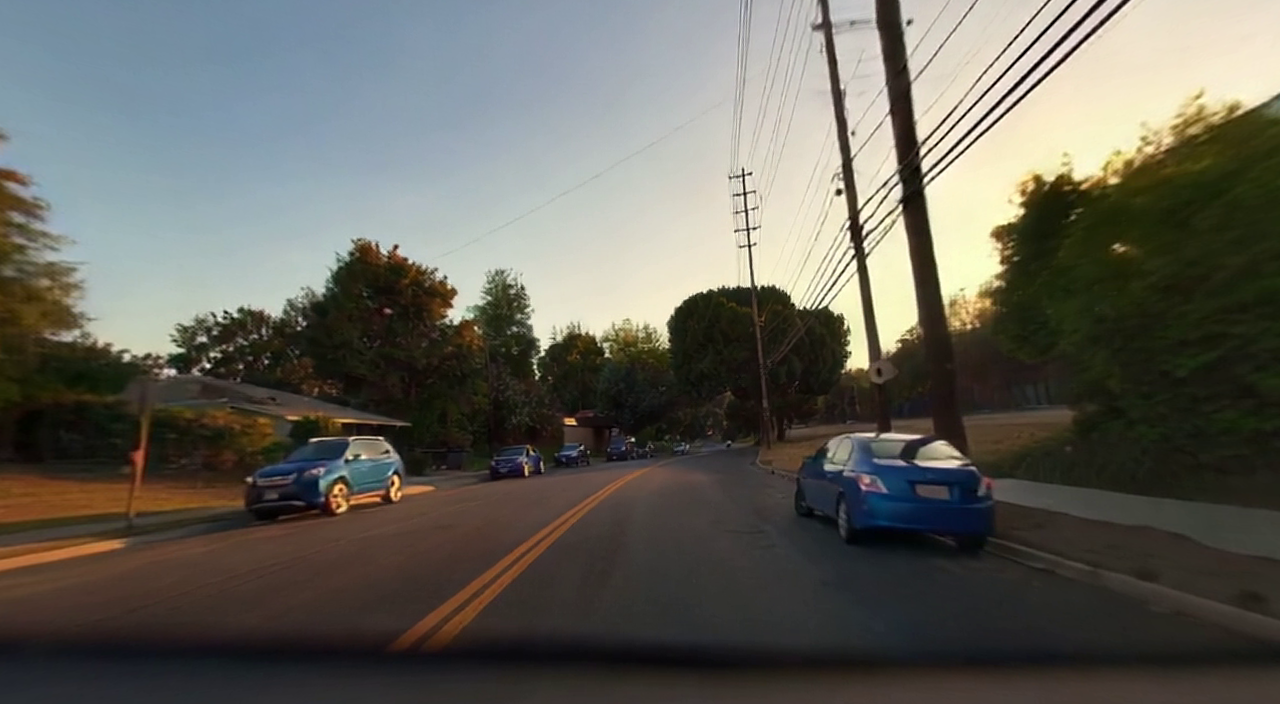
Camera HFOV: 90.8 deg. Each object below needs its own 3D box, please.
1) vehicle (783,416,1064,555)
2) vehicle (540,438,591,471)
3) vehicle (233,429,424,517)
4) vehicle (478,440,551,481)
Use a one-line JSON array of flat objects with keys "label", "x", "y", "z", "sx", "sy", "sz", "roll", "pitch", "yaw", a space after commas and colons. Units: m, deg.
[{"label": "vehicle", "x": 3.550, "y": 1.771, "z": 9.078, "sx": 2.054, "sy": 1.470, "sz": 4.504, "roll": 0, "pitch": -9, "yaw": 2}, {"label": "vehicle", "x": -4.437, "y": 6.226, "z": 38.070, "sx": 1.927, "sy": 1.542, "sz": 3.886, "roll": -9, "pitch": -13, "yaw": 7}, {"label": "vehicle", "x": -6.950, "y": 2.816, "z": 14.779, "sx": 2.025, "sy": 1.715, "sz": 4.363, "roll": -1, "pitch": -11, "yaw": 3}, {"label": "vehicle", "x": -5.594, "y": 4.990, "z": 28.802, "sx": 1.840, "sy": 1.523, "sz": 4.333, "roll": 4, "pitch": -11, "yaw": 8}]
